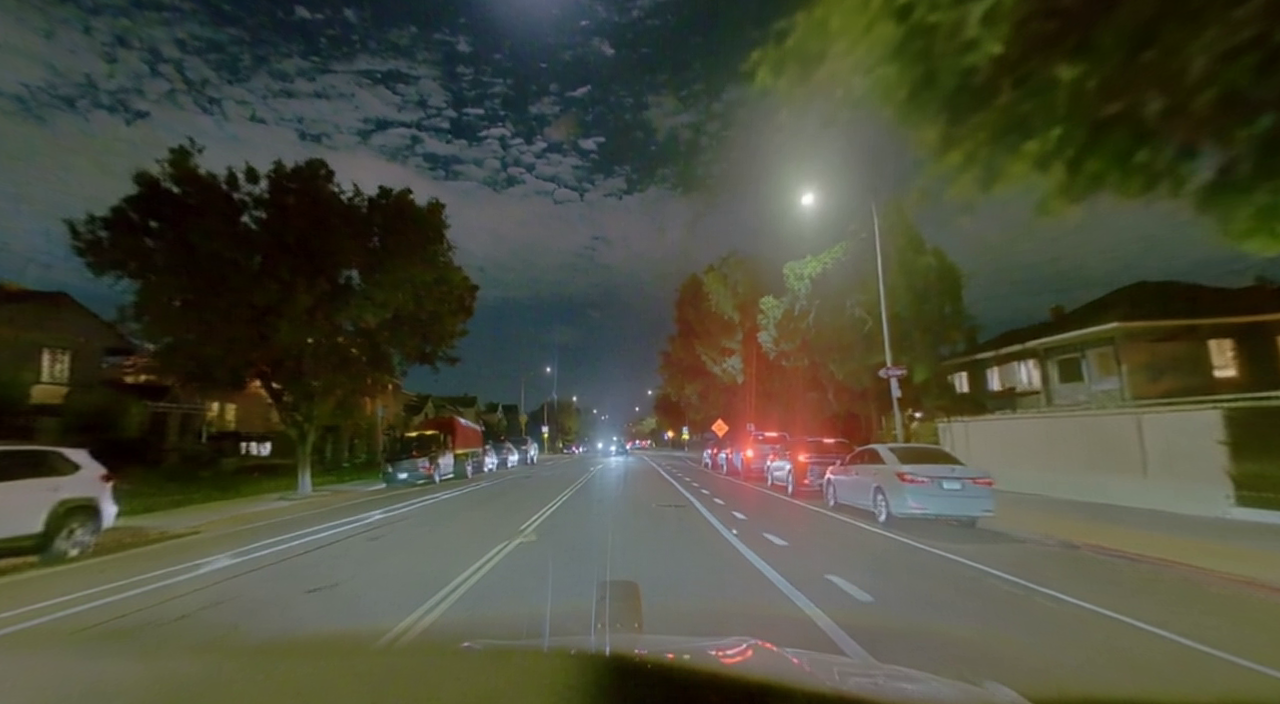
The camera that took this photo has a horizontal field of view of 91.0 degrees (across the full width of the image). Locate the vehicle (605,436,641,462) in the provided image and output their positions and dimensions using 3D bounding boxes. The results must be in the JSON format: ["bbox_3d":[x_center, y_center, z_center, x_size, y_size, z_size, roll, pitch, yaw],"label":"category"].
[{"bbox_3d":[-0.994,6.069,39.373,2.151,1.481,4.084,0,-9,0],"label":"vehicle"}]

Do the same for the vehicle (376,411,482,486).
[{"bbox_3d":[-8.086,3.773,24.703,2.526,2.631,4.228,0,-9,2],"label":"vehicle"}]

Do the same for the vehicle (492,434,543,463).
[{"bbox_3d":[-8.985,7.178,46.829,2.659,2.047,6.014,0,-9,-1],"label":"vehicle"}]

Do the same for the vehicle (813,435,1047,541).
[{"bbox_3d":[4.663,2.231,11.043,1.912,1.463,4.477,0,-9,-1],"label":"vehicle"}]

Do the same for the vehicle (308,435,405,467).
[{"bbox_3d":[-16.792,5.912,37.467,4.779,1.823,1.964,0,-9,0],"label":"vehicle"}]

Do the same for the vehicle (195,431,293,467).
[{"bbox_3d":[-23.724,5.811,37.825,4.491,2.031,2.045,-1,-8,0],"label":"vehicle"}]

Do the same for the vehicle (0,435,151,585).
[{"bbox_3d":[-8.168,1.750,6.880,1.950,1.672,4.664,0,-9,-2],"label":"vehicle"}]

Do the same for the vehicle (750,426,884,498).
[{"bbox_3d":[4.667,2.995,17.484,2.225,1.715,4.755,0,-9,-1],"label":"vehicle"}]
